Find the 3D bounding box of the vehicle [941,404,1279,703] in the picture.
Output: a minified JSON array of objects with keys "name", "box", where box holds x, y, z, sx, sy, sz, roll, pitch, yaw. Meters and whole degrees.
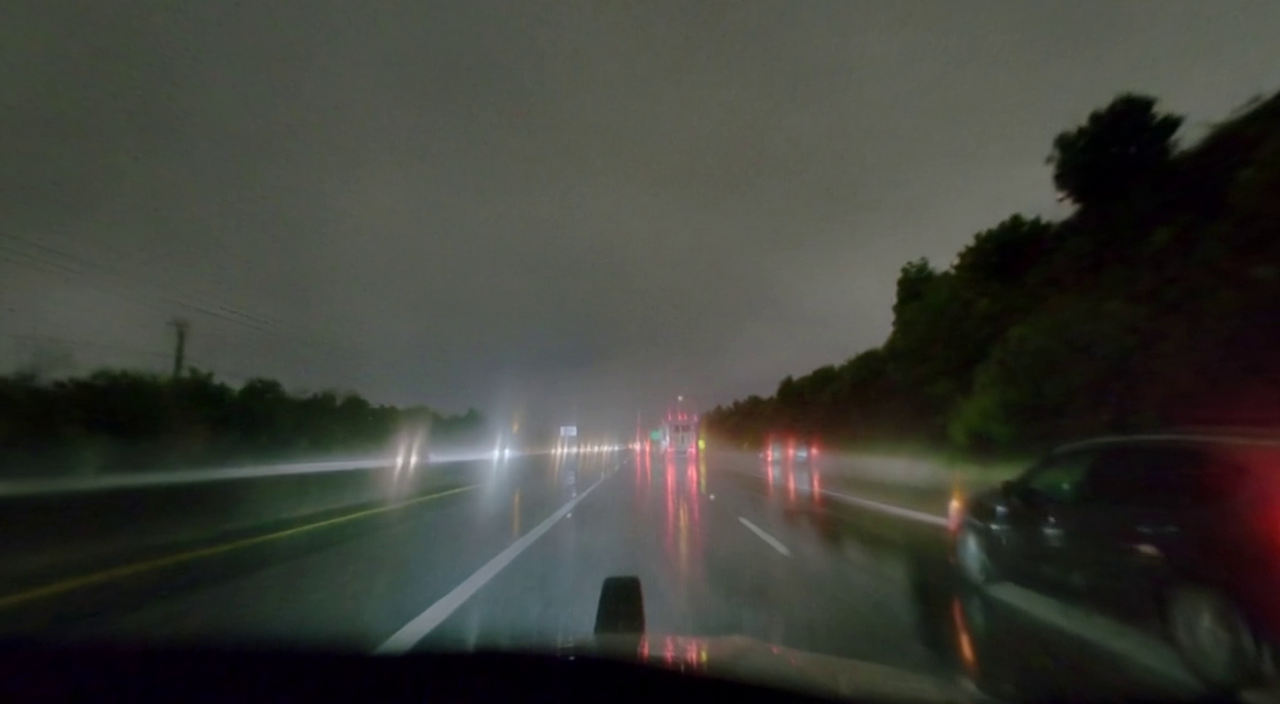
[{"name":"vehicle","box":[3.857,1.132,3.798,1.976,1.495,4.217,0,-9,0]}]
